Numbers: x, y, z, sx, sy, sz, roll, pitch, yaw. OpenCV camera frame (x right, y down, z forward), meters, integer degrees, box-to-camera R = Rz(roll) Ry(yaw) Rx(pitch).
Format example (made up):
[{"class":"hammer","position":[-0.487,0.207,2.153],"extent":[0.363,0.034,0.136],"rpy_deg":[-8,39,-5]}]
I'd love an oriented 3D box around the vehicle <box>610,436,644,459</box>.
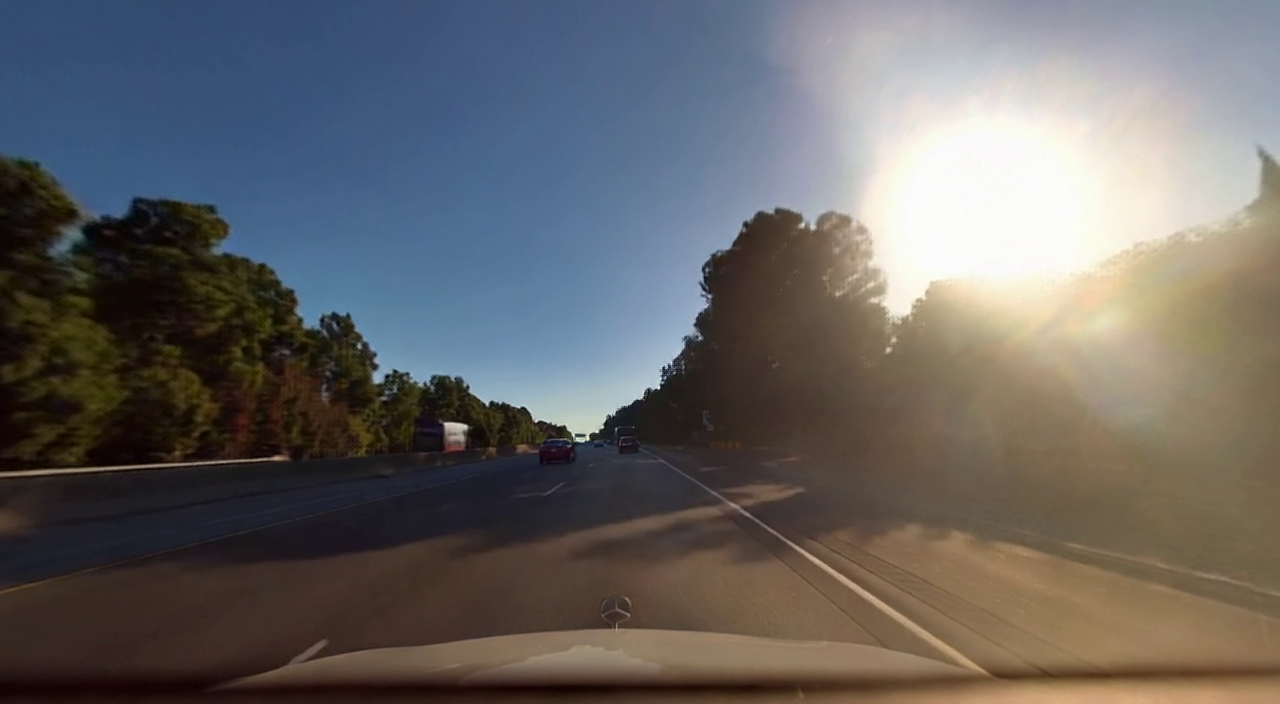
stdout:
[{"class":"vehicle","position":[-0.858,6.435,42.748],"extent":[2.162,1.460,4.242],"rpy_deg":[0,-8,0]}]

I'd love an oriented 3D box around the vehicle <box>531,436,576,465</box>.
[{"class":"vehicle","position":[-4.508,5.174,33.367],"extent":[1.907,1.445,4.049],"rpy_deg":[0,-8,-2]}]
